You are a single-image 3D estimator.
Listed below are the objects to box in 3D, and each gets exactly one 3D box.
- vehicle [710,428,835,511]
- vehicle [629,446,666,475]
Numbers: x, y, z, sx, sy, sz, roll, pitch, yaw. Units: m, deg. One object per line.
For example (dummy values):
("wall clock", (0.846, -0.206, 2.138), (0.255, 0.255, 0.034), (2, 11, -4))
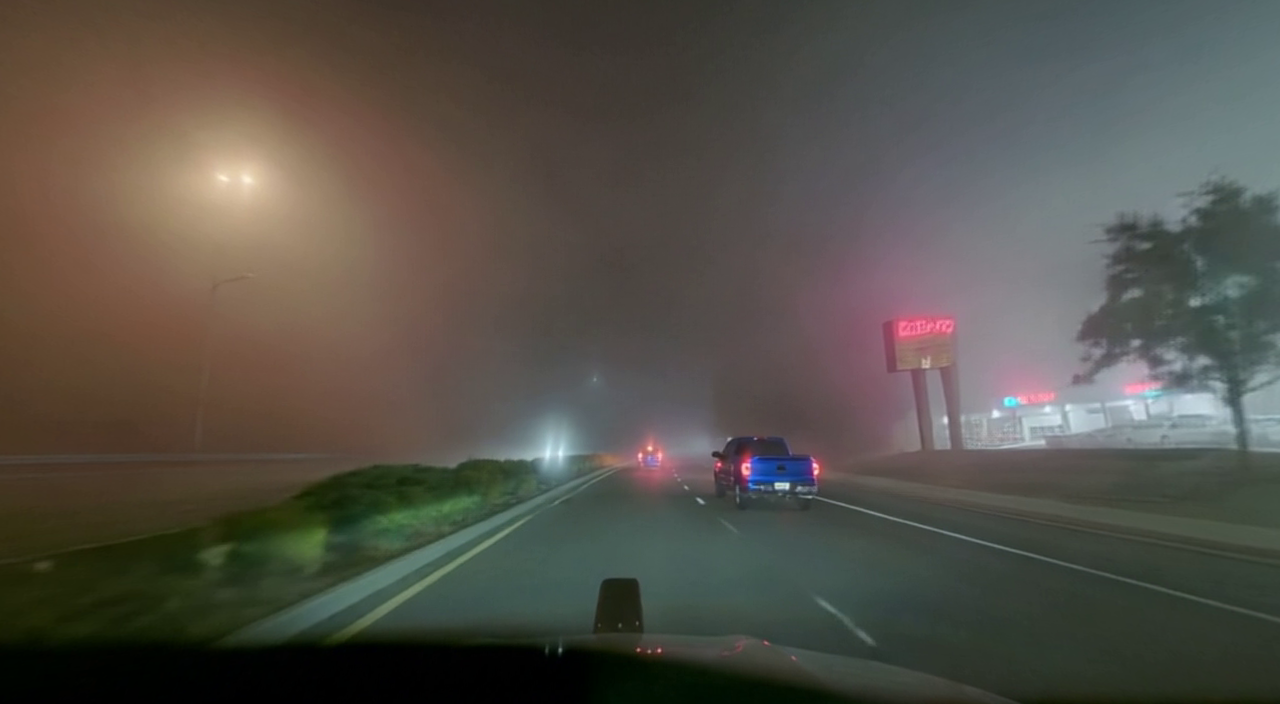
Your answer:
("vehicle", (3.478, 3.230, 17.869), (2.367, 1.919, 5.651), (0, -9, 1))
("vehicle", (0.461, 6.218, 36.307), (1.968, 1.521, 4.262), (0, -9, 1))
